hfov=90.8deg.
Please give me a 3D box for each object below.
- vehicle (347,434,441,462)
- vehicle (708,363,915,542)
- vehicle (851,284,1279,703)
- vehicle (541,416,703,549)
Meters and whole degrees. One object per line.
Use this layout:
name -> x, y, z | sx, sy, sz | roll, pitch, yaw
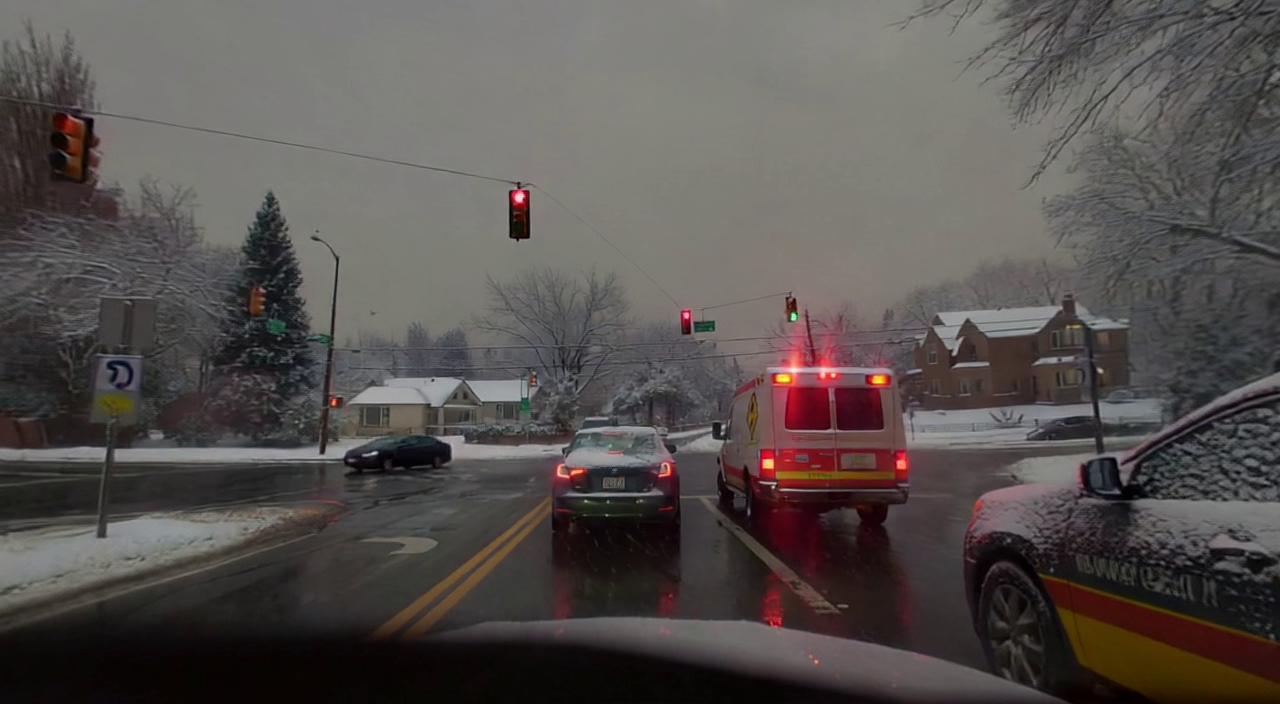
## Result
vehicle -> -13.920, 5.443, 35.968 | 4.531, 1.492, 1.951 | 8, -11, -43
vehicle -> 2.876, 1.898, 12.370 | 2.406, 2.687, 5.521 | 0, -8, -1
vehicle -> 2.849, 0.891, 2.833 | 2.194, 1.820, 4.652 | 0, -8, 0
vehicle -> -0.274, 1.977, 10.195 | 2.114, 1.707, 3.725 | 0, -8, -1
